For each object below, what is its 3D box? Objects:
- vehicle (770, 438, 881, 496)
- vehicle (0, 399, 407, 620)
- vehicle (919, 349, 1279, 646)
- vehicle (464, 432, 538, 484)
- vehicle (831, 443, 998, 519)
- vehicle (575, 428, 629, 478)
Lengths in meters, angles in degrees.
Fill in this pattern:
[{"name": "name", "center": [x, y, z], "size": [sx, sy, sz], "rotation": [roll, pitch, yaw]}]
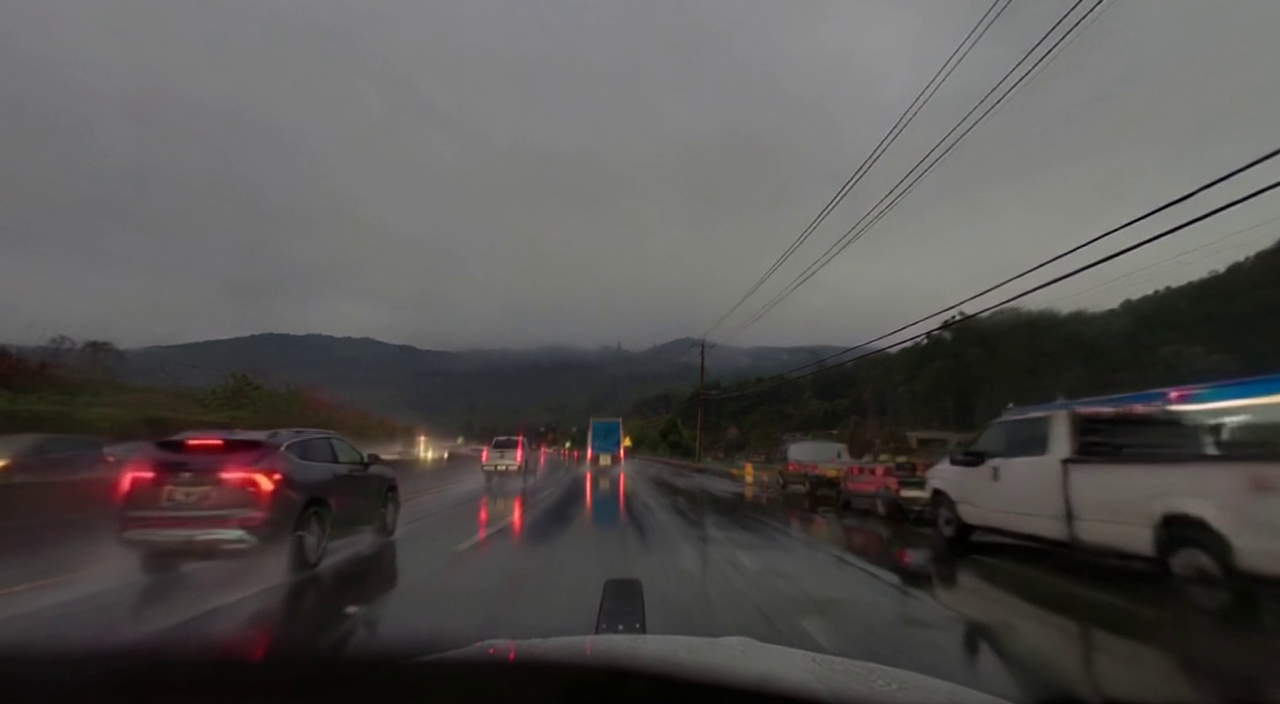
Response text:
[{"name": "vehicle", "center": [6.100, 3.827, 21.414], "size": [2.058, 1.747, 4.585], "rotation": [1, -9, -4]}, {"name": "vehicle", "center": [-4.612, 1.588, 7.320], "size": [2.185, 1.721, 4.550], "rotation": [0, -9, -2]}, {"name": "vehicle", "center": [6.050, 1.429, 6.938], "size": [2.706, 2.199, 6.527], "rotation": [0, -9, -3]}, {"name": "vehicle", "center": [-5.941, 4.611, 27.783], "size": [2.345, 2.012, 5.693], "rotation": [1, -9, -4]}, {"name": "vehicle", "center": [6.190, 2.936, 14.962], "size": [1.877, 1.503, 4.653], "rotation": [0, -9, 0]}, {"name": "vehicle", "center": [-2.022, 5.094, 31.874], "size": [2.486, 2.280, 5.291], "rotation": [1, -9, -6]}]
